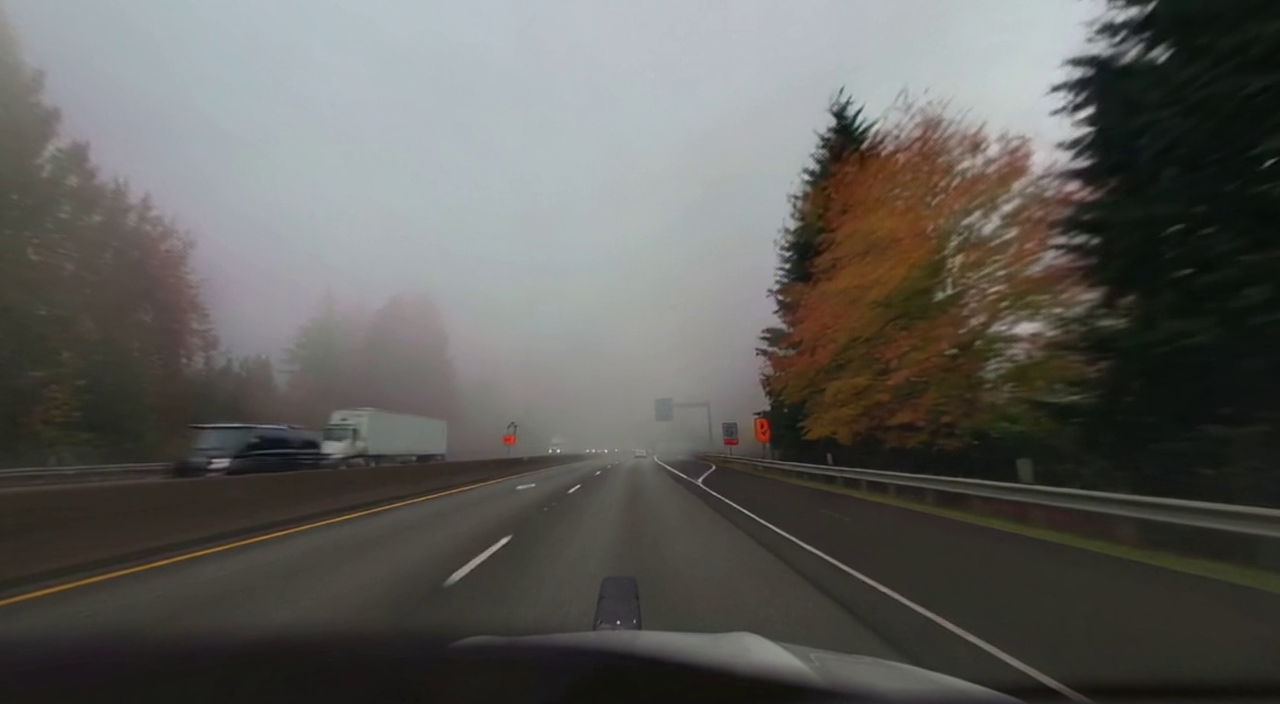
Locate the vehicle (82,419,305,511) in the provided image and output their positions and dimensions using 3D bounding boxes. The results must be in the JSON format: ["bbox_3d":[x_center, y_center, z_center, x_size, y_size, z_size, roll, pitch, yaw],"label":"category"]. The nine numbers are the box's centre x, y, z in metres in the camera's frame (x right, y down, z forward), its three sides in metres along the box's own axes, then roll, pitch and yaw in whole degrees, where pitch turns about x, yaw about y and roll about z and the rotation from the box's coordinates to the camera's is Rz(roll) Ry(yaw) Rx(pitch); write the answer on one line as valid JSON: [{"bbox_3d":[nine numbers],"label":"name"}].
[{"bbox_3d":[-13.415,3.449,19.618,2.440,2.384,6.087,-1,-9,0],"label":"vehicle"}]

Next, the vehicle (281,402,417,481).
[{"bbox_3d":[-17.063,5.487,38.020,3.153,4.035,10.671,-1,-9,0],"label":"vehicle"}]
